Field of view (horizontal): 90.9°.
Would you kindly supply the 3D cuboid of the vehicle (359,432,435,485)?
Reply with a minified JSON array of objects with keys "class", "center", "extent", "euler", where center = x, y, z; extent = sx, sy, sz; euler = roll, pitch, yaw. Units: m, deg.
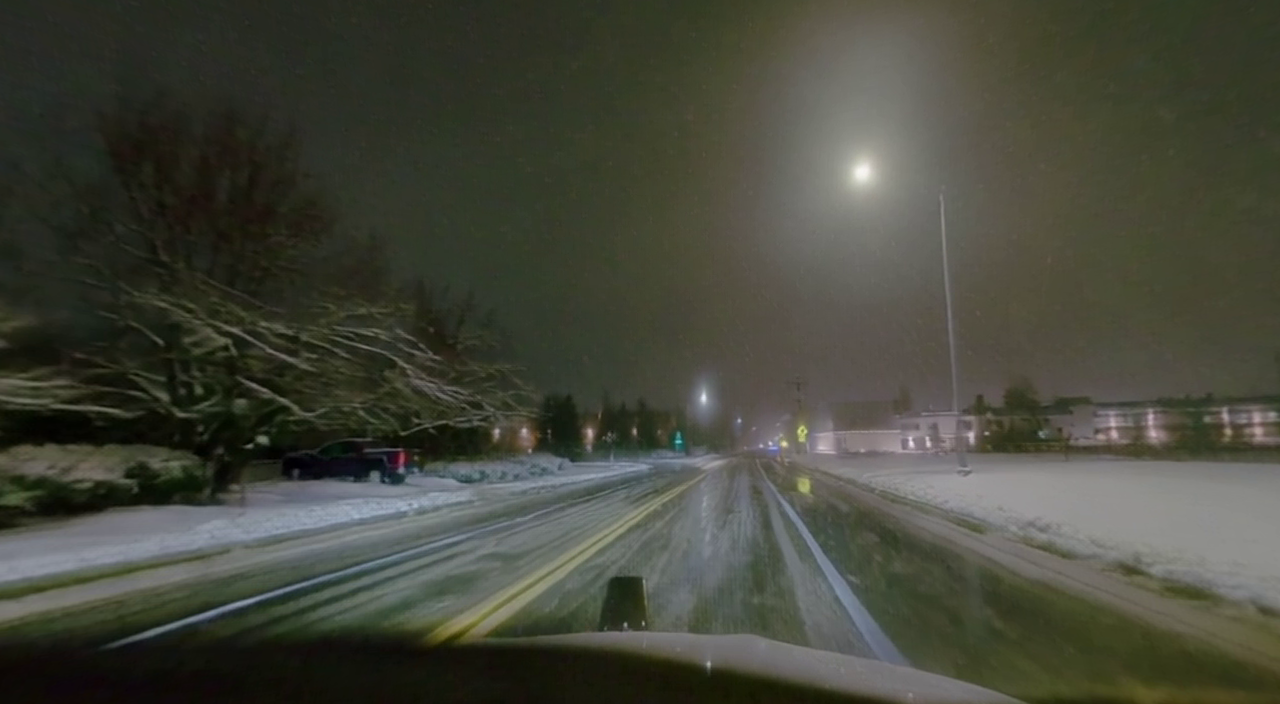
[{"class":"vehicle","center":[-9.203,4.111,24.344],"extent":[2.244,1.796,5.170],"euler":[3,-10,-16]}]

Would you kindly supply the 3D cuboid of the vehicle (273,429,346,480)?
[{"class":"vehicle","center":[-12.828,3.971,24.610],"extent":[2.192,1.740,4.521],"euler":[4,-10,-26]}]
